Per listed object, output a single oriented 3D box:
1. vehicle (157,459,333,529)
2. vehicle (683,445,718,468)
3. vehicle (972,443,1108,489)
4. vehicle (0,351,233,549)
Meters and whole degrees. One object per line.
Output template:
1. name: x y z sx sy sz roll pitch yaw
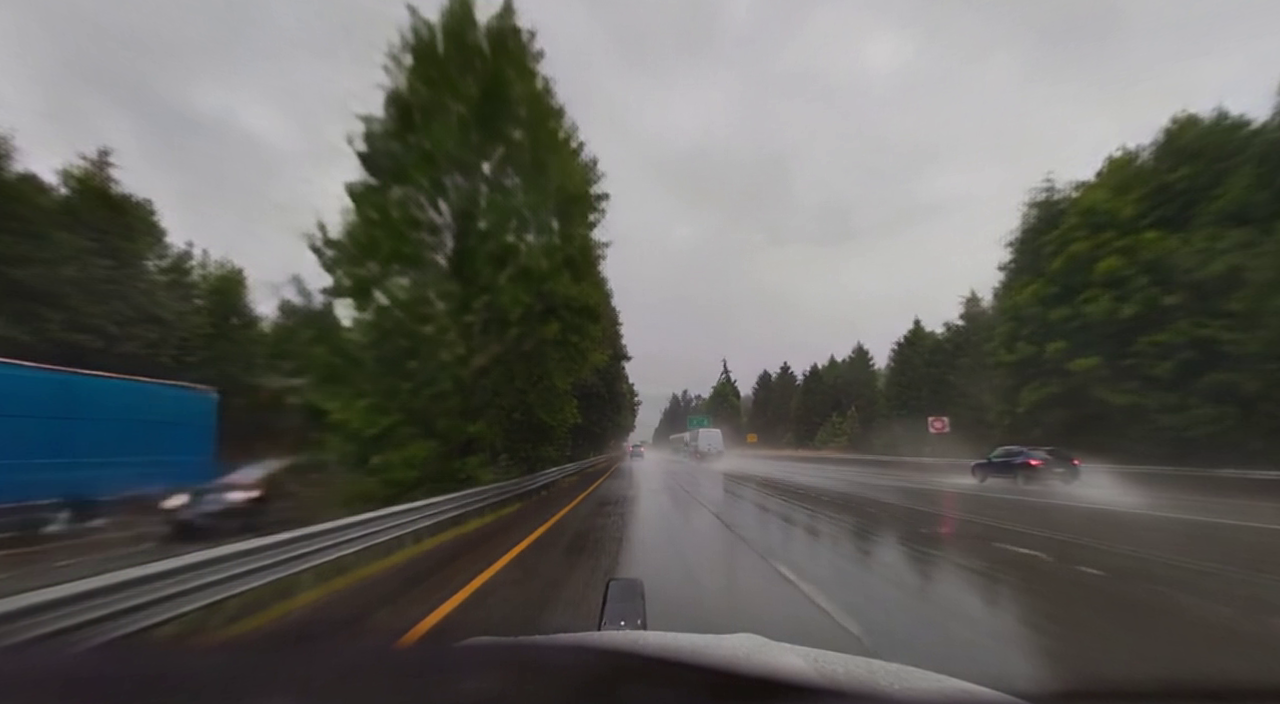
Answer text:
1. vehicle: -9.519 3.406 15.631 1.840 1.440 3.882 0 -9 0
2. vehicle: 4.340 7.593 45.875 2.058 1.605 4.116 0 -9 -2
3. vehicle: 13.357 3.825 21.361 1.926 1.386 3.719 1 -9 -5
4. vehicle: -13.528 1.851 11.883 2.869 3.713 13.278 0 -9 0
